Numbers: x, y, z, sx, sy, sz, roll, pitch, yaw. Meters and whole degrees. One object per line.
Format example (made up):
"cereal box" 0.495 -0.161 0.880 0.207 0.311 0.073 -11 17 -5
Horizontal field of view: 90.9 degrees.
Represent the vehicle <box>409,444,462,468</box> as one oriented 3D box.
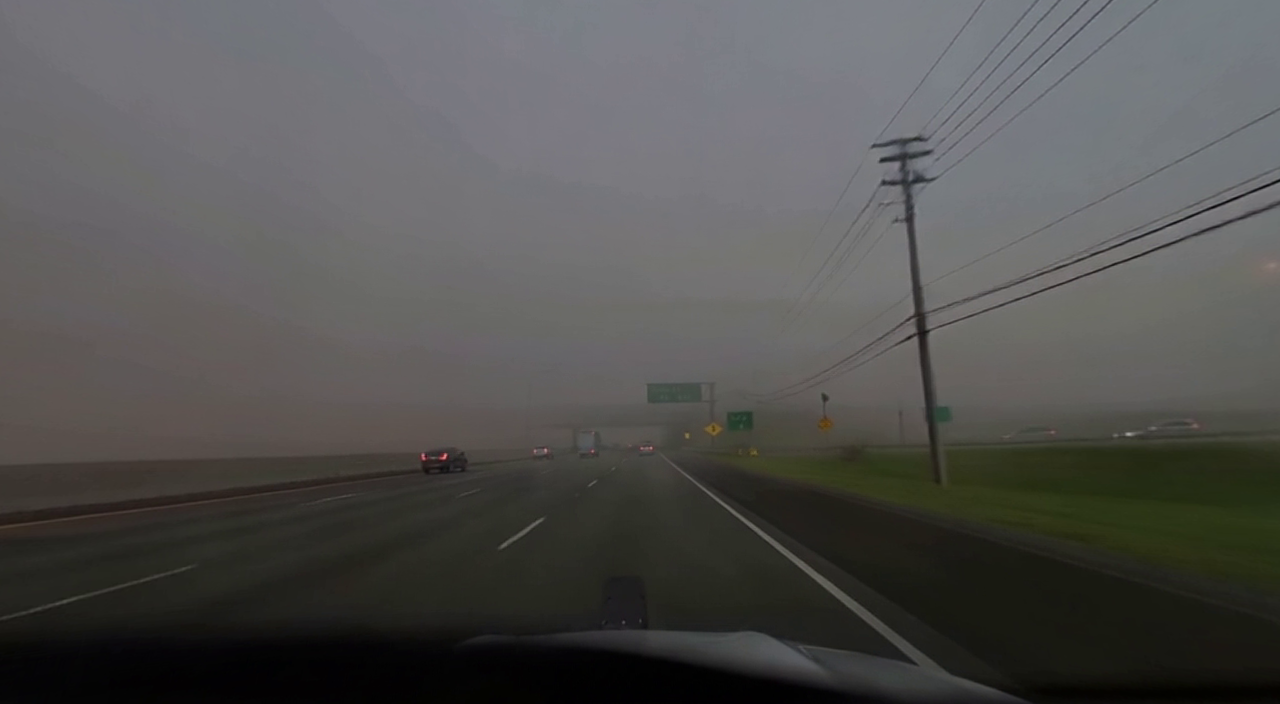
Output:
"vehicle" -13.575 6.900 42.171 1.988 1.477 4.442 0 -8 1
